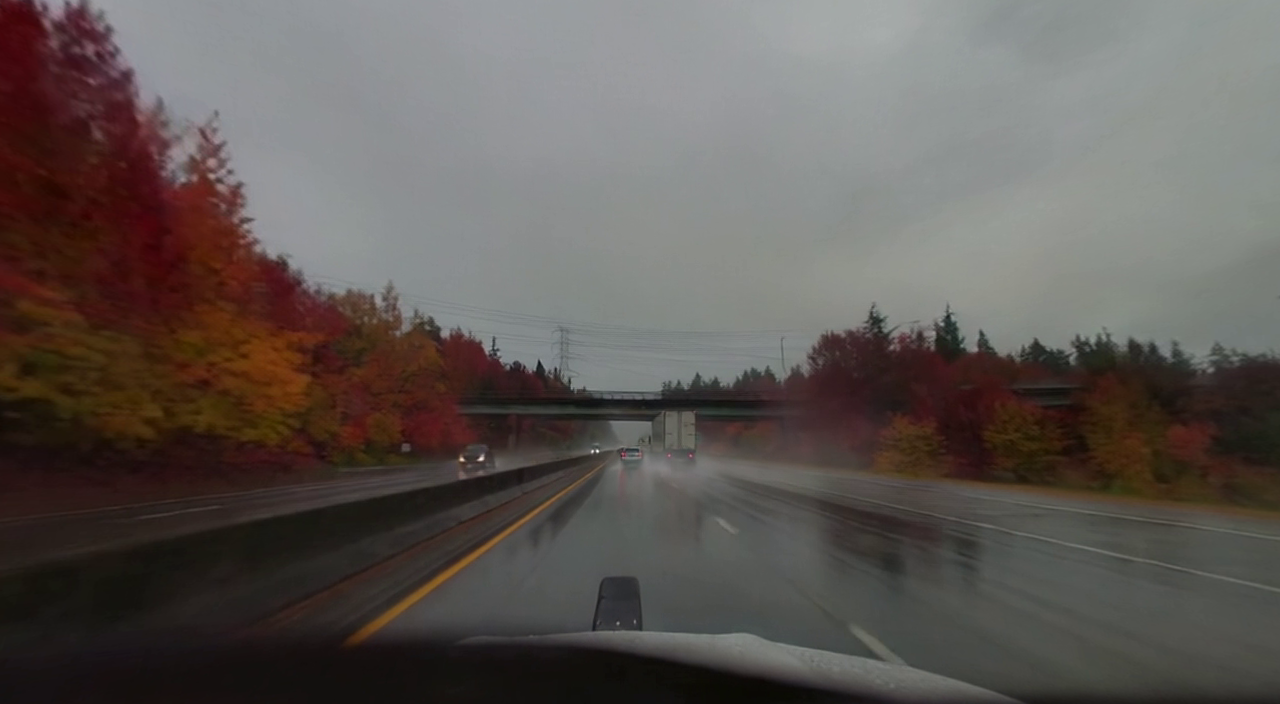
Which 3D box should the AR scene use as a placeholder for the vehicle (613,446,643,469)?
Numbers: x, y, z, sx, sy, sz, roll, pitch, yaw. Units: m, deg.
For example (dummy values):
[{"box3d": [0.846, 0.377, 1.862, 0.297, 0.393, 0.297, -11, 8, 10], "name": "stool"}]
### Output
[{"box3d": [-0.844, 7.201, 42.823, 1.961, 1.454, 3.755, 0, -9, -1], "name": "vehicle"}]
